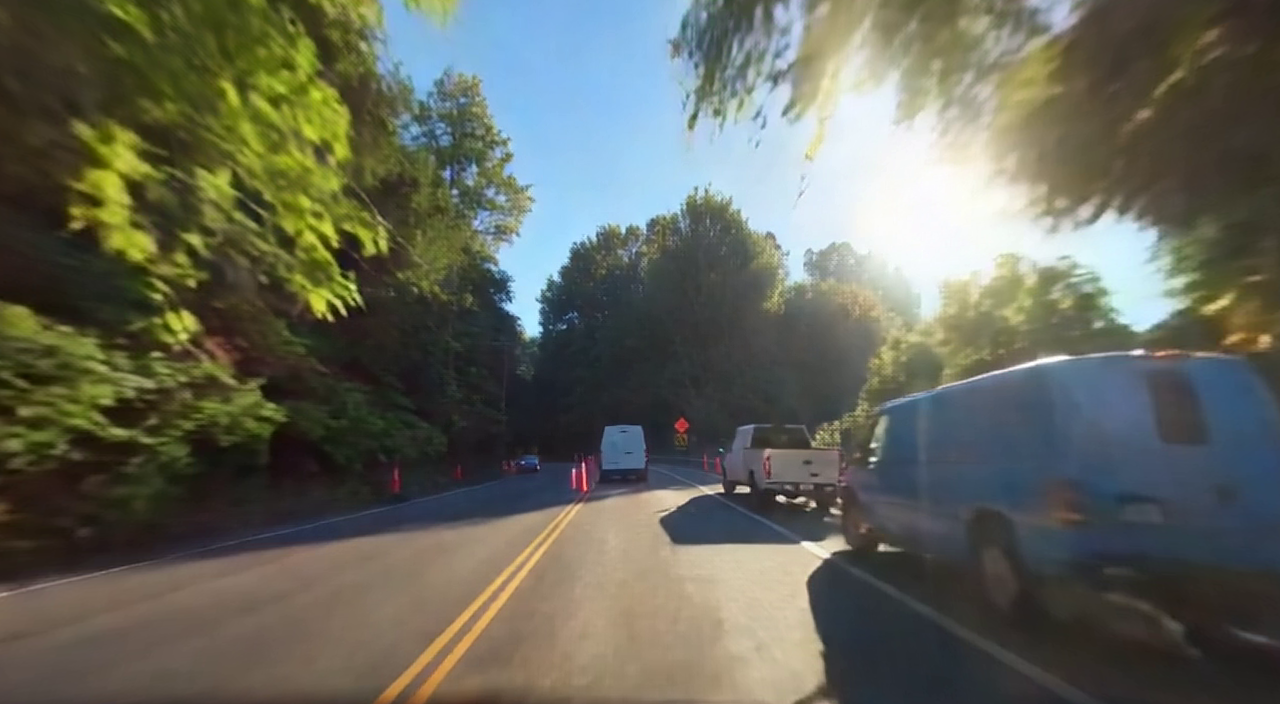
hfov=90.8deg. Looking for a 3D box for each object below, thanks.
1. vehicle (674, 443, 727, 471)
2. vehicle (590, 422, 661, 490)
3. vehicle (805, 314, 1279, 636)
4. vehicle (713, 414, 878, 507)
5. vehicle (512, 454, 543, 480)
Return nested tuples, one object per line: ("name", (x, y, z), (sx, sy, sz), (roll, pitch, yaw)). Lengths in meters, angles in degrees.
("vehicle", (3.203, 5.716, 34.352), (2.277, 1.299, 3.889), (-2, -9, -3))
("vehicle", (-0.613, 3.807, 23.370), (2.362, 2.247, 4.892), (0, -9, -3))
("vehicle", (4.219, 1.302, 7.612), (2.613, 2.153, 6.713), (0, -9, 0))
("vehicle", (3.652, 2.799, 16.709), (2.415, 1.932, 6.910), (0, -9, -2))
("vehicle", (-8.091, 8.265, 45.797), (1.992, 1.712, 4.504), (1, -9, -7))
